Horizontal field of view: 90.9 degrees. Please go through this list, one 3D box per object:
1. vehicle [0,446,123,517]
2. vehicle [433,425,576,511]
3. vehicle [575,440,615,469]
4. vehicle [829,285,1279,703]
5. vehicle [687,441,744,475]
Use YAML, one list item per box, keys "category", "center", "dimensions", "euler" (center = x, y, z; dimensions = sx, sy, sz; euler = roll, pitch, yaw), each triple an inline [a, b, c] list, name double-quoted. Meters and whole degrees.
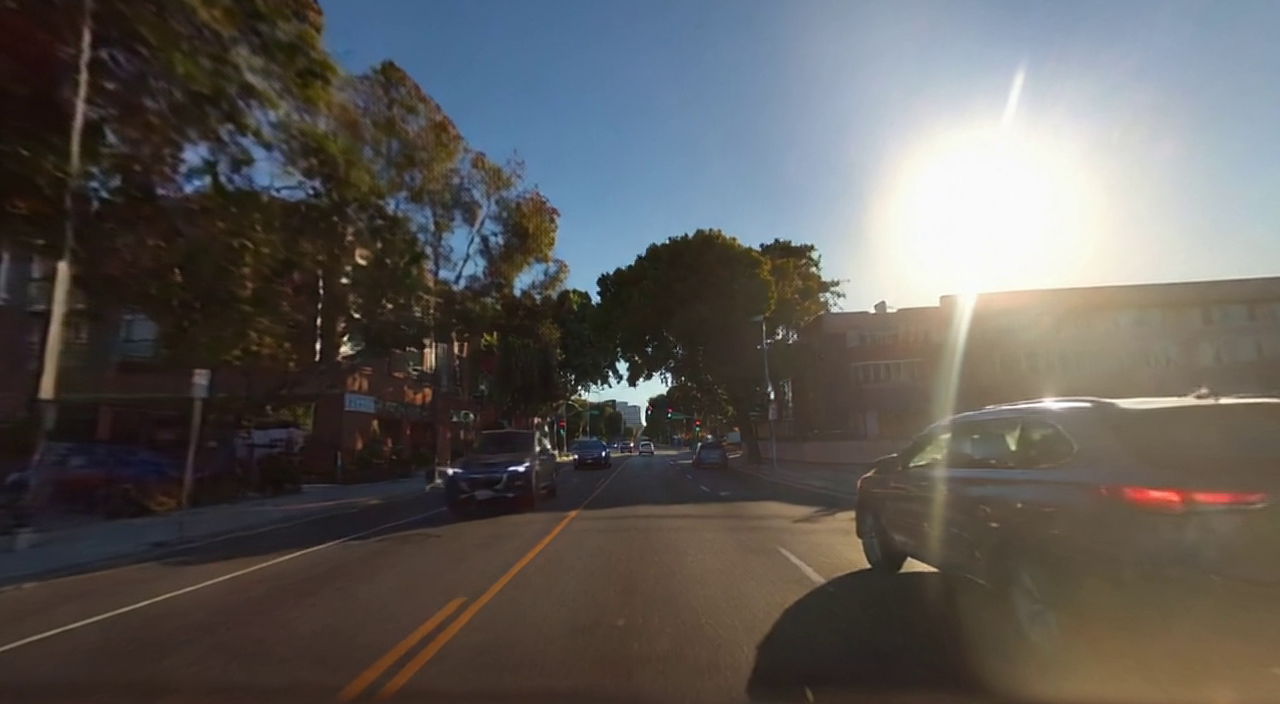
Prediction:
- category: "vehicle"
  center: [-14.489, 2.865, 14.075]
  dimensions: [4.318, 1.483, 1.994]
  euler: [8, -11, -42]
- category: "vehicle"
  center: [-3.338, 3.038, 17.253]
  dimensions: [2.304, 1.886, 6.516]
  euler: [0, -8, 2]
- category: "vehicle"
  center: [-2.657, 6.214, 38.476]
  dimensions: [2.109, 1.681, 4.417]
  euler: [0, -8, 0]
- category: "vehicle"
  center: [3.277, 1.068, 4.544]
  dimensions: [2.251, 1.861, 5.144]
  euler: [0, -8, 0]
- category: "vehicle"
  center: [3.468, 4.977, 29.919]
  dimensions: [2.072, 1.471, 4.834]
  euler: [0, -8, -1]
